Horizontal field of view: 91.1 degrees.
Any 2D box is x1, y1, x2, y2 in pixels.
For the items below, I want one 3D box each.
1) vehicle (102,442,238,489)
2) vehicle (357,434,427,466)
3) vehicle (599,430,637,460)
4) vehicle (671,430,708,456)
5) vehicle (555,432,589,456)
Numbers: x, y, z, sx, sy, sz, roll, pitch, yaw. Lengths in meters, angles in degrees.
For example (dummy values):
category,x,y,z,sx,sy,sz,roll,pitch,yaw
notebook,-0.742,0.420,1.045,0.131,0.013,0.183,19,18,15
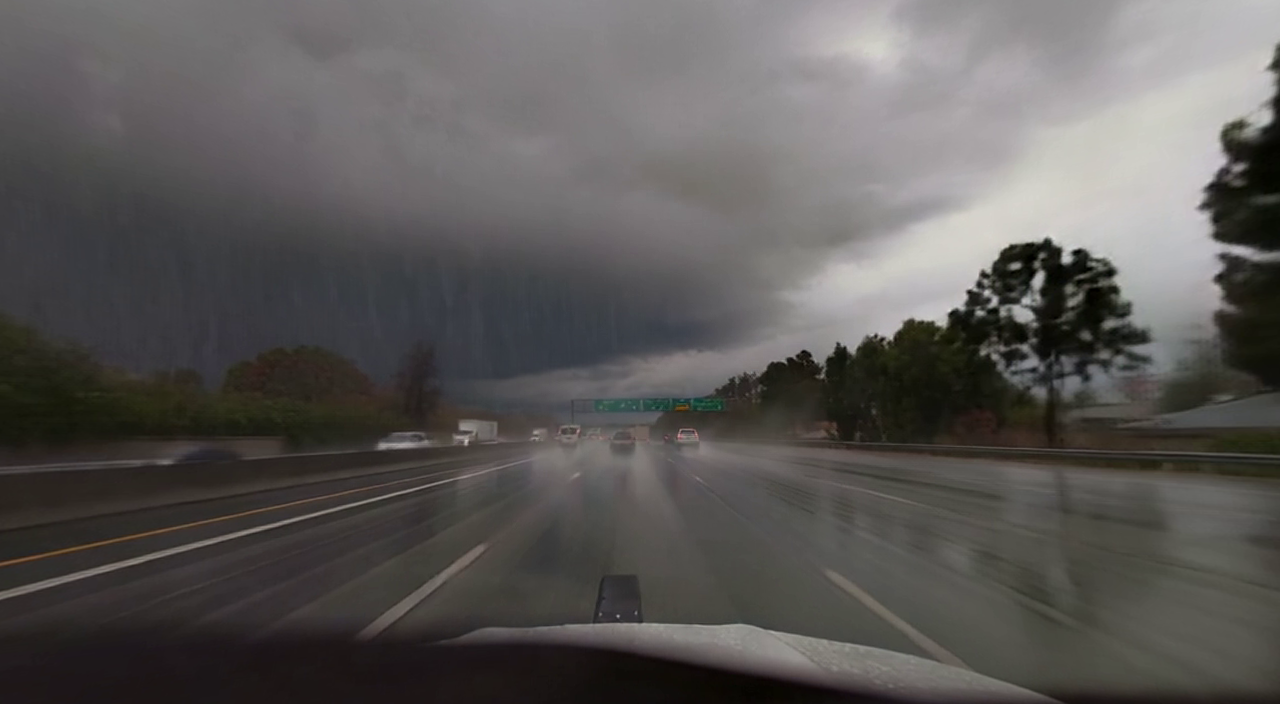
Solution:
category,x,y,z,sx,sy,sz,roll,pitch,yaw
vehicle,-17.294,4.151,23.435,1.886,1.517,4.079,0,-8,0
vehicle,-14.127,5.588,36.092,2.066,1.693,4.782,0,-8,0
vehicle,-1.288,5.518,37.493,2.119,1.629,3.946,0,-8,-2
vehicle,3.312,6.213,42.882,2.066,1.673,4.225,0,-8,-2
vehicle,-4.796,6.549,44.818,2.046,1.658,4.008,0,-8,0
